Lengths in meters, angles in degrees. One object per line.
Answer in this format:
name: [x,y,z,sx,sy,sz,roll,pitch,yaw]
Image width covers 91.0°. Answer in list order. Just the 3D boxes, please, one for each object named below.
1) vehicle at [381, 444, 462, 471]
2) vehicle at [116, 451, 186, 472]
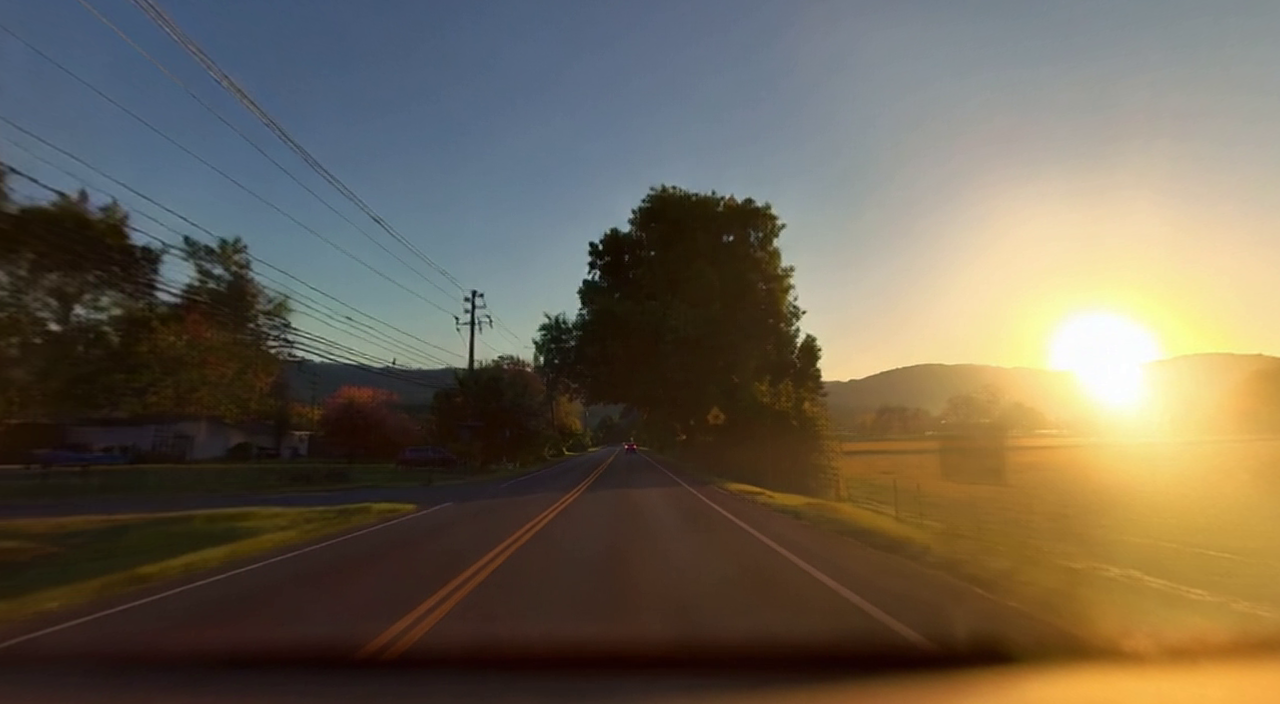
vehicle: [-15.234,7.366,44.077,4.894,1.774,2.150,0,-8,1]
vehicle: [-35.257,7.872,45.336,4.566,1.459,1.772,-4,-10,21]
